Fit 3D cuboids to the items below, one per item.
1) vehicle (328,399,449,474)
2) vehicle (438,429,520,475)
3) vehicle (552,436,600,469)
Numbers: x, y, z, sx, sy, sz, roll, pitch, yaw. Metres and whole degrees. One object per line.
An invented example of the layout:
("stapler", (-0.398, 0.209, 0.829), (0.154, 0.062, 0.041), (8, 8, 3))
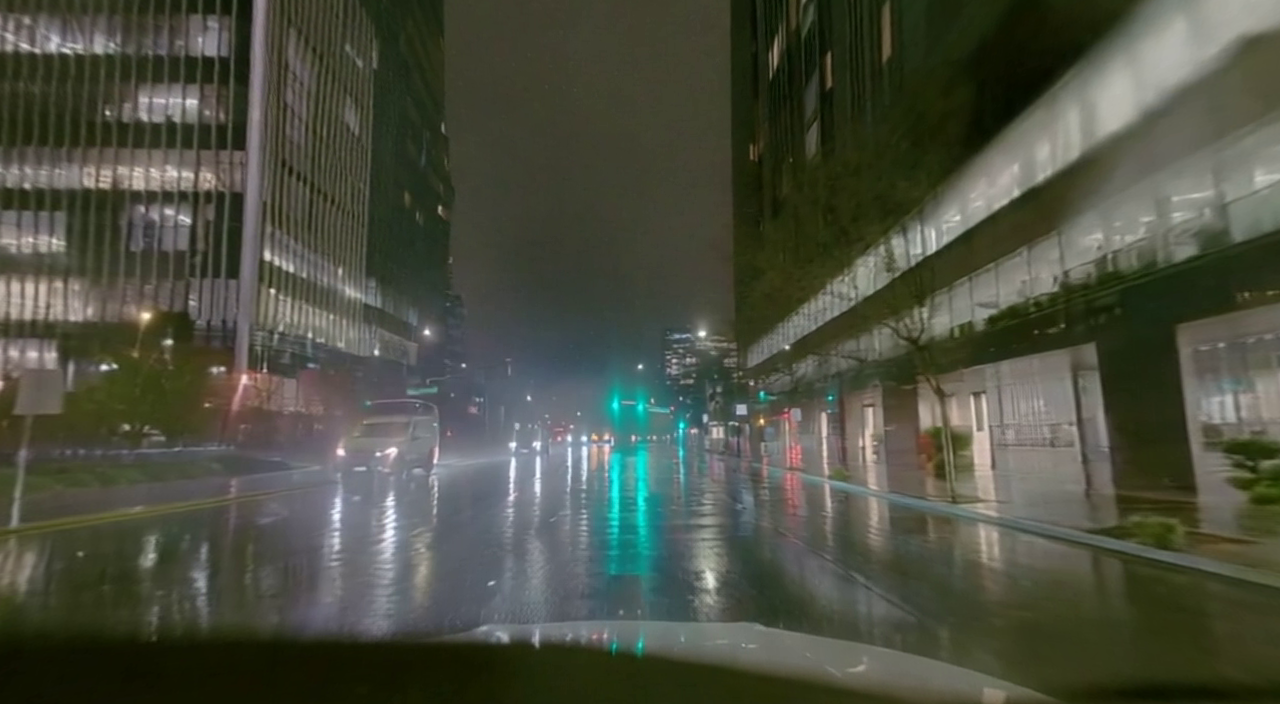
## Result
("vehicle", (-12.508, 4.396, 32.228), (2.887, 3.366, 7.454), (0, -9, 1))
("vehicle", (-6.976, 4.393, 27.855), (2.204, 1.844, 4.766), (0, -9, 2))
("vehicle", (-3.522, 5.682, 35.623), (2.181, 1.706, 4.334), (0, -9, 1))
